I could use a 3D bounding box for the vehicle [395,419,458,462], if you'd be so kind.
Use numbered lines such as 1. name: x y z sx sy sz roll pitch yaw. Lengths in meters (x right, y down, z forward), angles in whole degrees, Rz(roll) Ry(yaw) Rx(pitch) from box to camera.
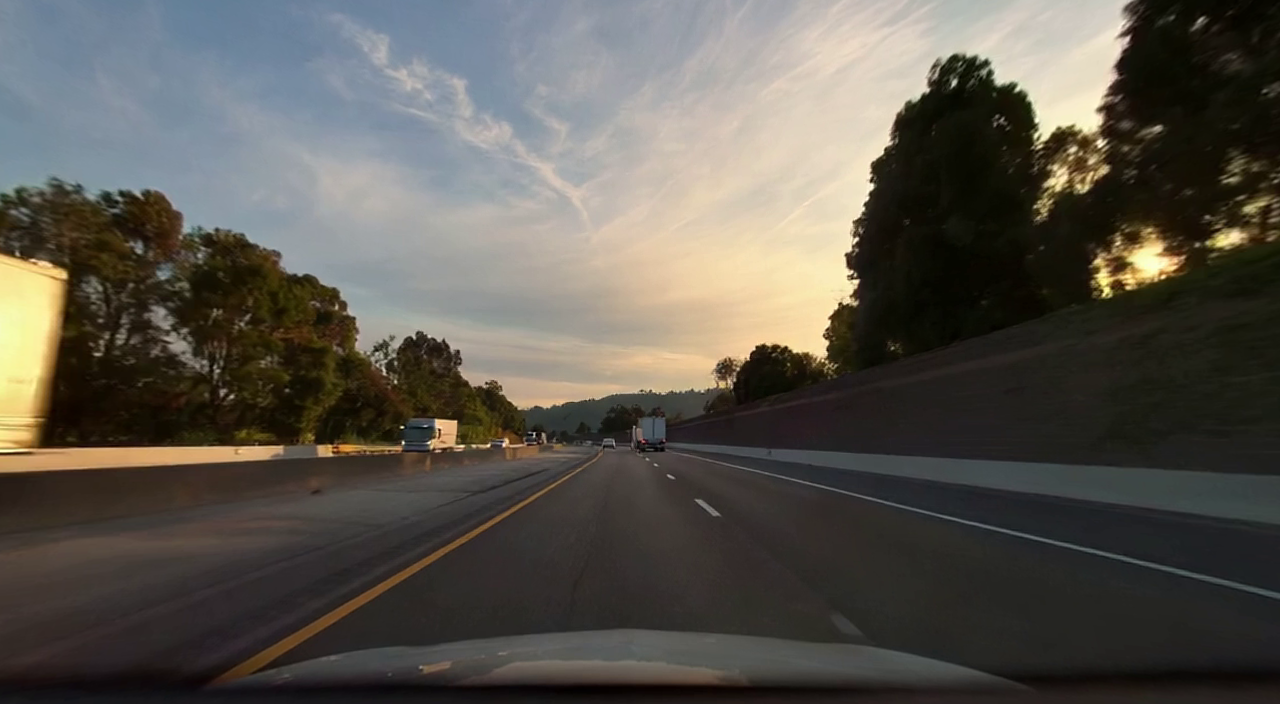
1. vehicle: -14.117 5.948 42.113 2.294 2.641 5.907 0 -8 -2

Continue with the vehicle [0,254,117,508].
1. vehicle: -13.059 -0.171 6.325 3.640 4.457 14.111 0 -8 -1
